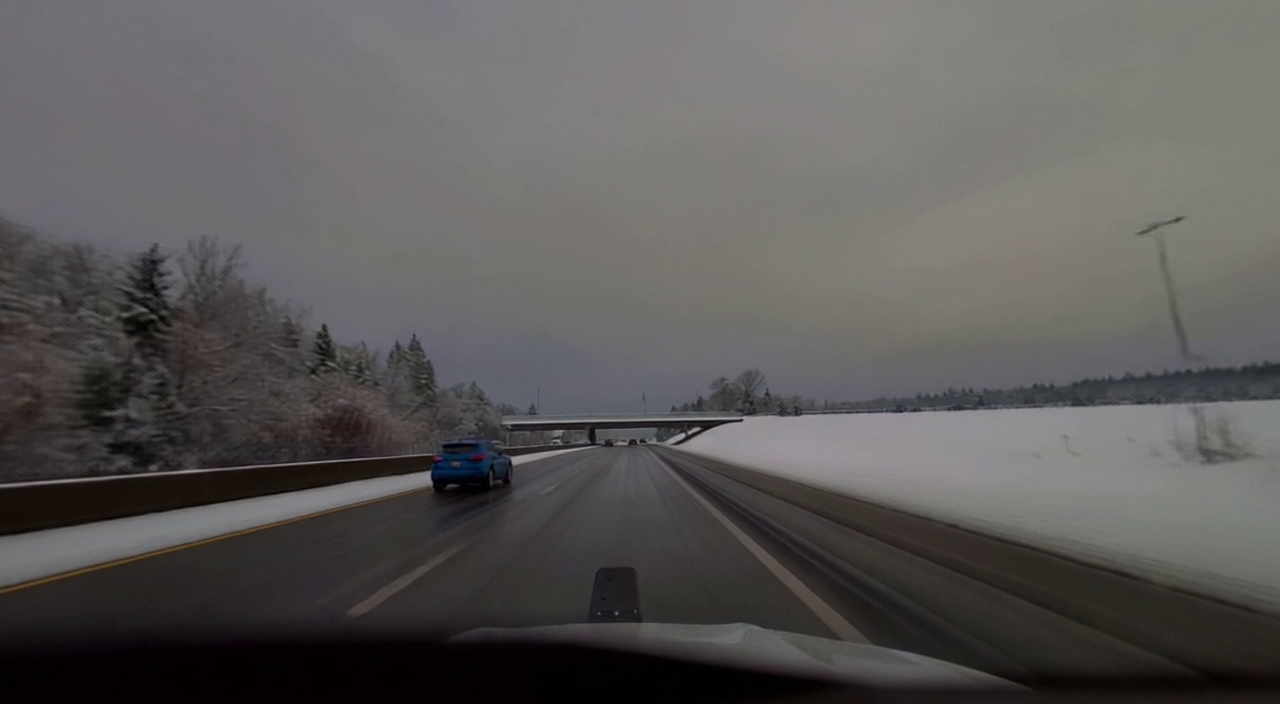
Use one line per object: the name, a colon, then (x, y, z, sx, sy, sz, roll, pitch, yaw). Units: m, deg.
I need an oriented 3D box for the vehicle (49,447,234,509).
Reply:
vehicle: (-13.769, 3.449, 17.815, 1.813, 1.437, 4.270, 0, -8, -1)

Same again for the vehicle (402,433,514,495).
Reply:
vehicle: (-4.882, 3.011, 17.496, 1.965, 1.513, 3.774, 0, -8, 0)
